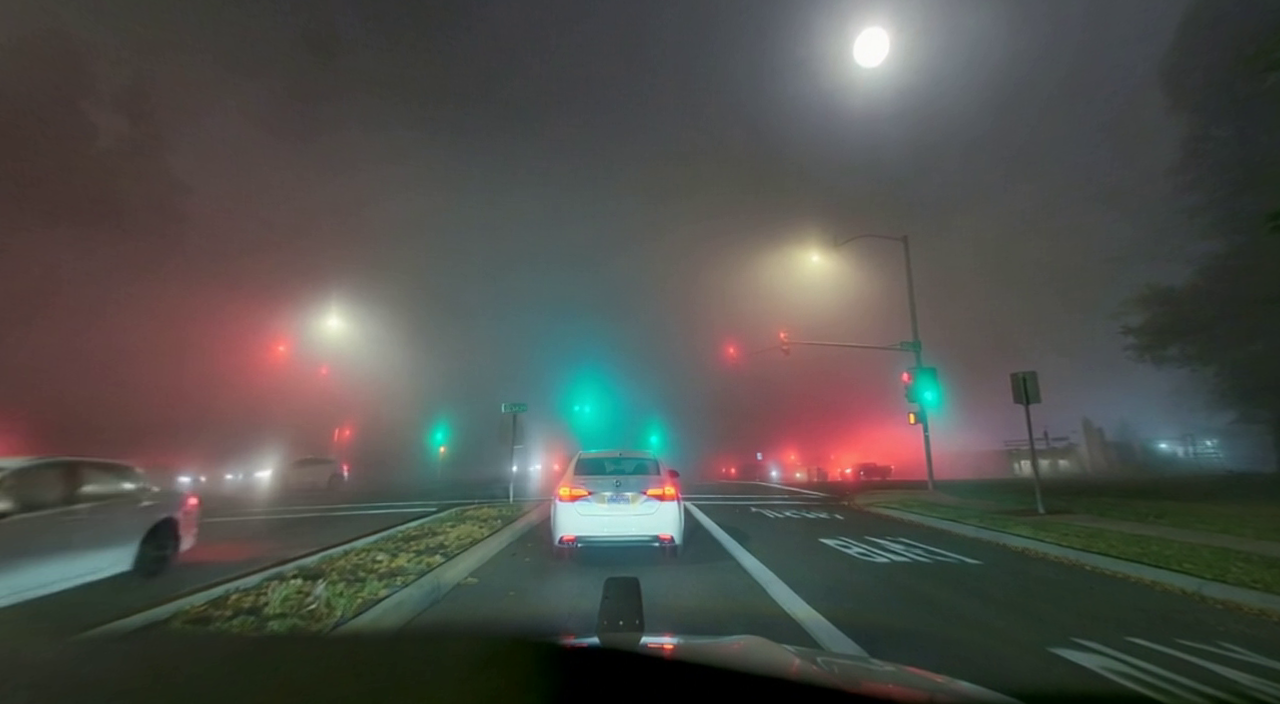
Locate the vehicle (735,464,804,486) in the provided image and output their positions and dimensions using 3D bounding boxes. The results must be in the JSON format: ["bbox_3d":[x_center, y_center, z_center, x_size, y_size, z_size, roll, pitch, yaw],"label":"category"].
[{"bbox_3d":[9.046,8.581,44.147,4.254,1.359,1.895,2,-9,-16],"label":"vehicle"}]

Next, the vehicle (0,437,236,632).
[{"bbox_3d":[-6.198,1.582,5.868,2.078,1.534,4.646,1,-9,-4],"label":"vehicle"}]

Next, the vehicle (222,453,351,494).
[{"bbox_3d":[-18.533,6.359,33.263,5.500,2.012,2.201,-1,-9,5],"label":"vehicle"}]

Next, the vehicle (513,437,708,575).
[{"bbox_3d":[-0.367,1.996,9.069,2.112,1.479,4.264,0,-9,-1],"label":"vehicle"}]

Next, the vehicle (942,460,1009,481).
[{"bbox_3d":[25.937,9.149,48.853,4.358,1.471,1.875,2,-9,-16],"label":"vehicle"}]

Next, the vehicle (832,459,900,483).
[{"bbox_3d":[16.469,8.672,46.152,4.337,1.637,1.860,2,-9,-16],"label":"vehicle"}]
